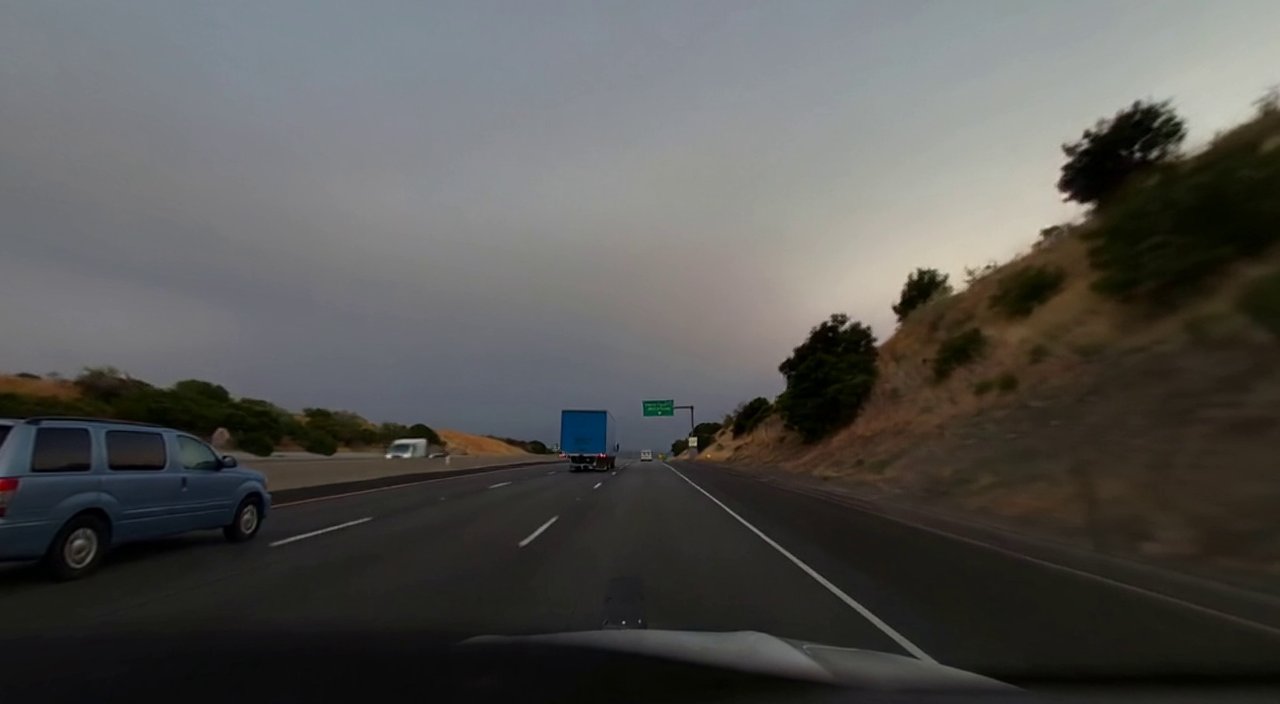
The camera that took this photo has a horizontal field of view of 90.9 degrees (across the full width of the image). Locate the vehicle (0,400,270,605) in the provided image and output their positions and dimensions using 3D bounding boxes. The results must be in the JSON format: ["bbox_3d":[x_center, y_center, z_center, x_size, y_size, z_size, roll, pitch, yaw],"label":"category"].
[{"bbox_3d":[-6.973,1.612,7.306,2.175,1.860,5.236,0,-9,0],"label":"vehicle"}]

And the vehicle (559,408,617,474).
[{"bbox_3d":[-3.490,6.661,46.867,2.893,4.073,15.281,0,-9,0],"label":"vehicle"}]

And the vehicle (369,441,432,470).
[{"bbox_3d":[-16.193,7.010,42.882,2.193,1.861,4.471,-1,-9,5],"label":"vehicle"}]
